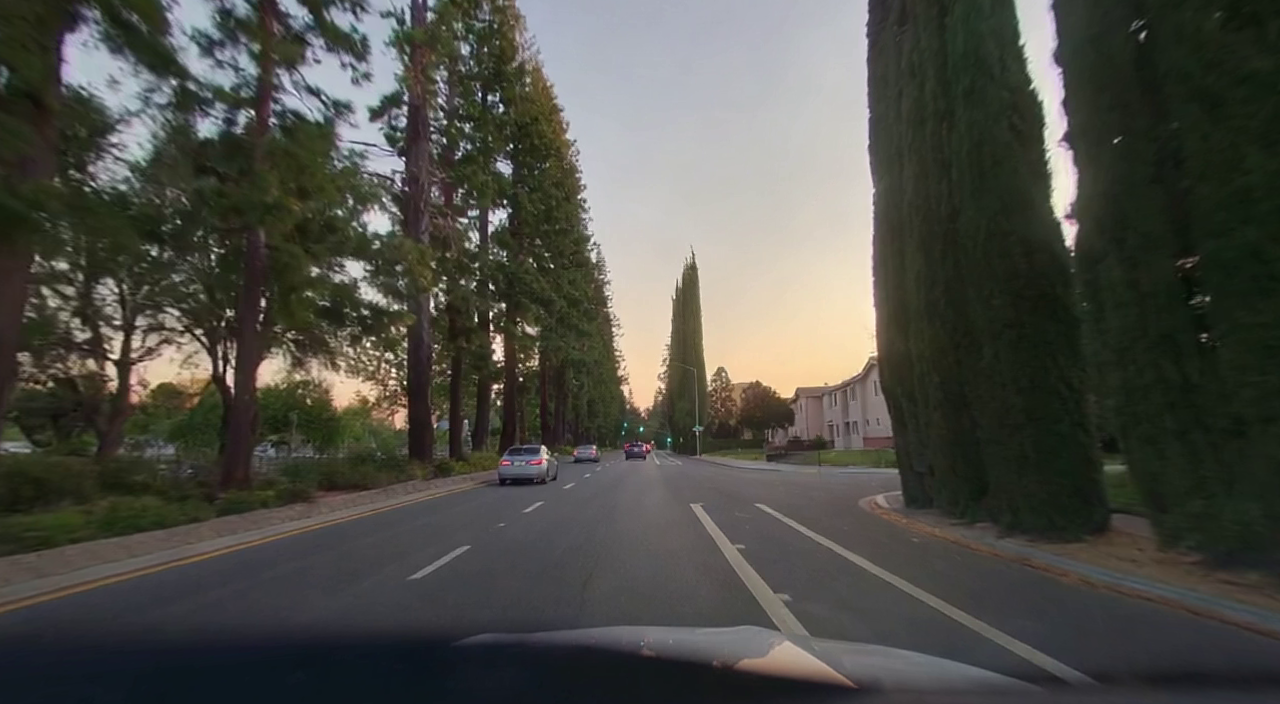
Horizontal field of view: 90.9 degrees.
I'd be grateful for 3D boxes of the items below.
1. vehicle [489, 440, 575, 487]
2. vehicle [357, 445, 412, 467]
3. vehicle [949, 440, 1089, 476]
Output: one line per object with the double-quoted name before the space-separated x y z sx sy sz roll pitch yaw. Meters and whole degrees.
"vehicle" -3.665 3.897 22.331 2.188 1.473 4.651 0 -8 1
"vehicle" -19.836 8.063 49.138 2.041 1.566 5.174 0 -8 1
"vehicle" 17.197 4.825 28.814 4.970 1.575 2.140 0 -8 1
